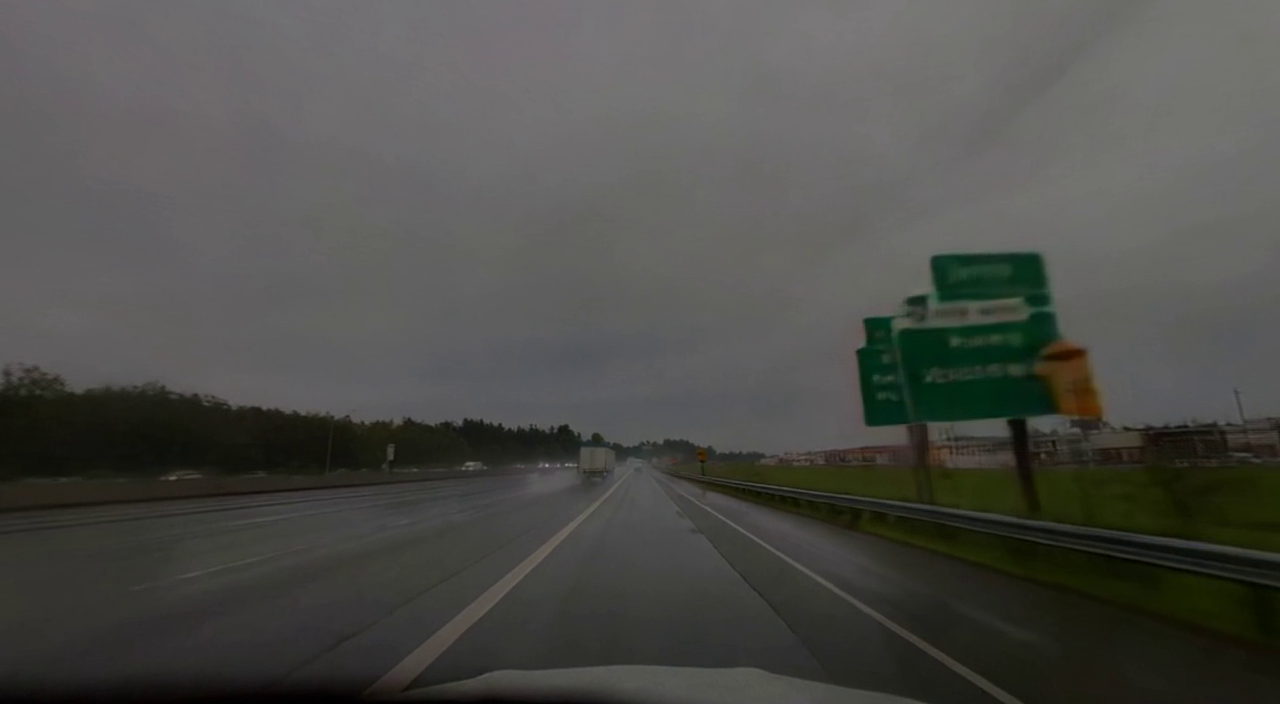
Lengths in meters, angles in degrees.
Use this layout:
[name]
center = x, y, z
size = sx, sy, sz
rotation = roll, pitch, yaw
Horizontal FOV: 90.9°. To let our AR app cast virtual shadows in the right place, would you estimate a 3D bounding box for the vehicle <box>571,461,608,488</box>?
[vehicle]
center = -3.287, 8.058, 41.641
size = 2.092, 1.642, 3.895
rotation = 1, -11, -1
